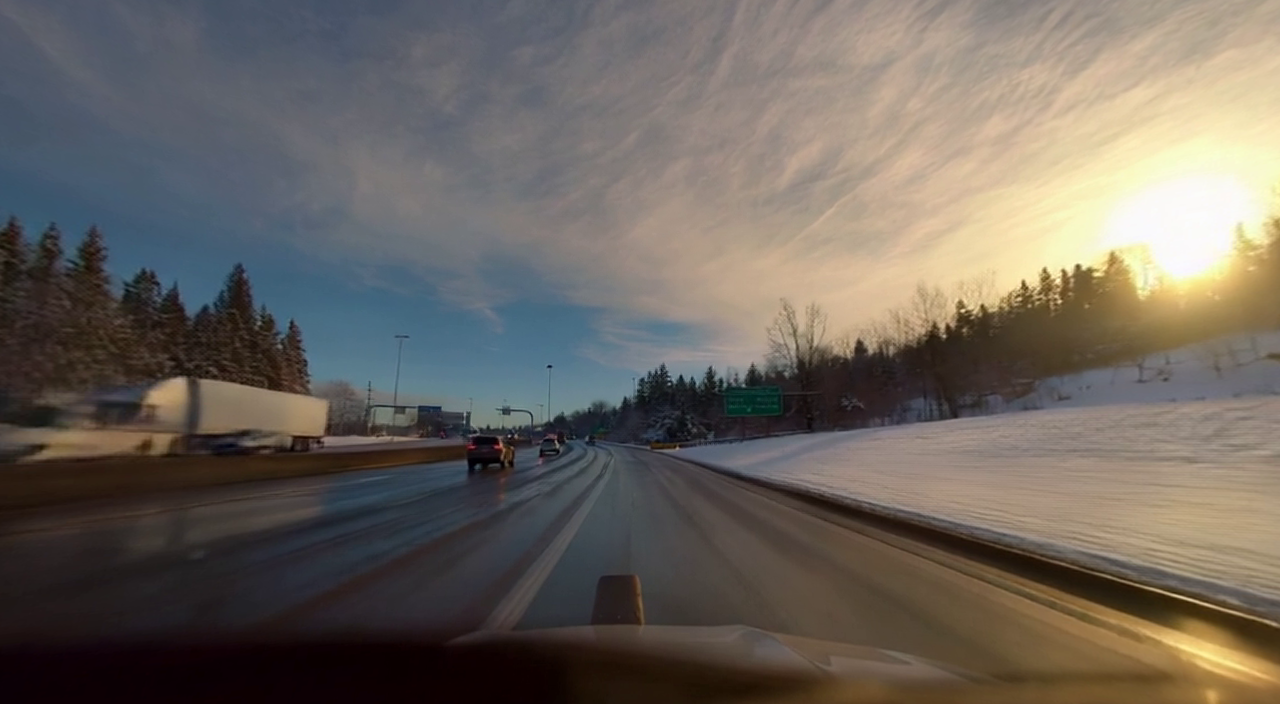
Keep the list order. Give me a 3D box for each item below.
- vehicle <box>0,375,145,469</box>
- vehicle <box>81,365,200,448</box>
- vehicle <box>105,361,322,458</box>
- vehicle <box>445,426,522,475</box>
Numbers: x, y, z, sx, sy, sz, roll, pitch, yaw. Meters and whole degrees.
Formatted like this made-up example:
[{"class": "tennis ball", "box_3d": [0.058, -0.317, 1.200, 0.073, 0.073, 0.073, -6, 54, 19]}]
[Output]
[{"class": "vehicle", "box_3d": [-18.198, 2.138, 18.701, 2.308, 2.474, 5.555, 0, -8, 1]}, {"class": "vehicle", "box_3d": [-25.131, 2.821, 31.825, 3.013, 3.630, 2.793, 6, -11, -3]}, {"class": "vehicle", "box_3d": [-25.329, 4.136, 39.258, 2.985, 4.013, 15.061, 6, -12, 0]}, {"class": "vehicle", "box_3d": [-6.680, 4.255, 27.512, 2.188, 1.896, 4.810, 0, -8, -1]}]
